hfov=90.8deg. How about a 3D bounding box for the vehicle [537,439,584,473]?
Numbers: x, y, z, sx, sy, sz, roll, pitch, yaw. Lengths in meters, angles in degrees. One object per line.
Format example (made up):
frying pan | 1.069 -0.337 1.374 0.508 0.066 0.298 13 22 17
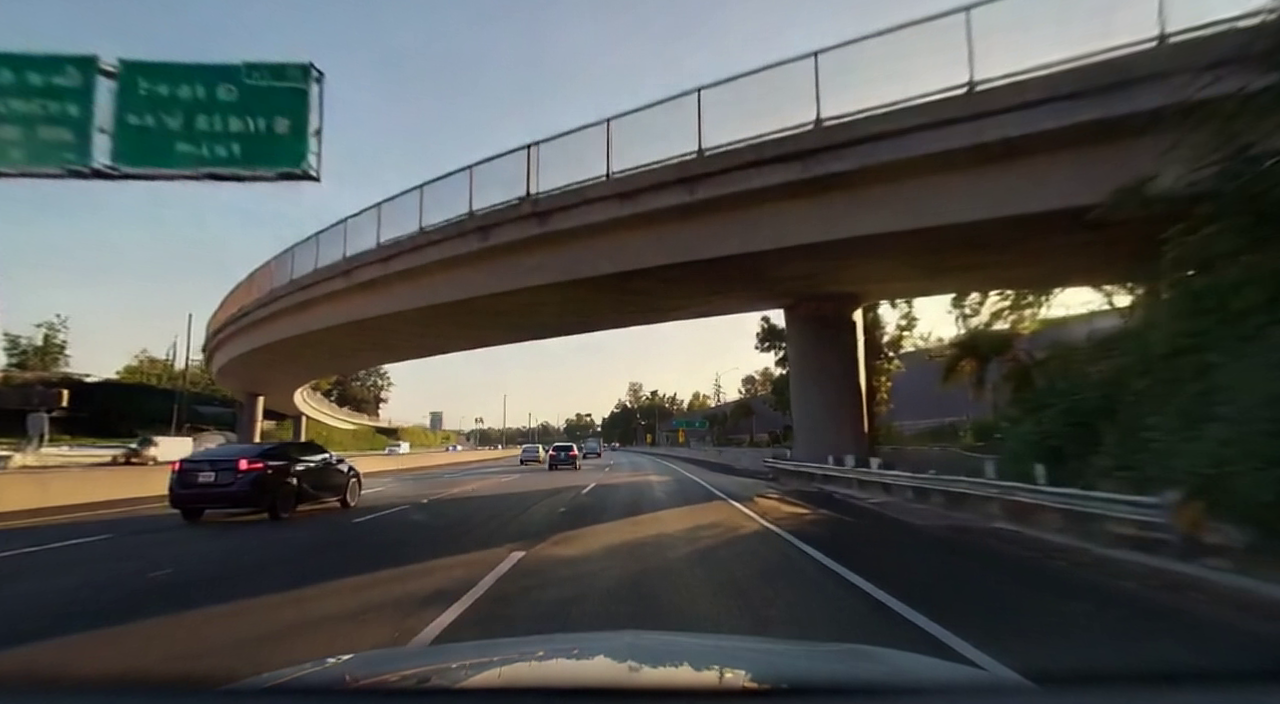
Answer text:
vehicle | -4.111 5.440 33.281 1.971 1.643 4.009 0 -8 -1
